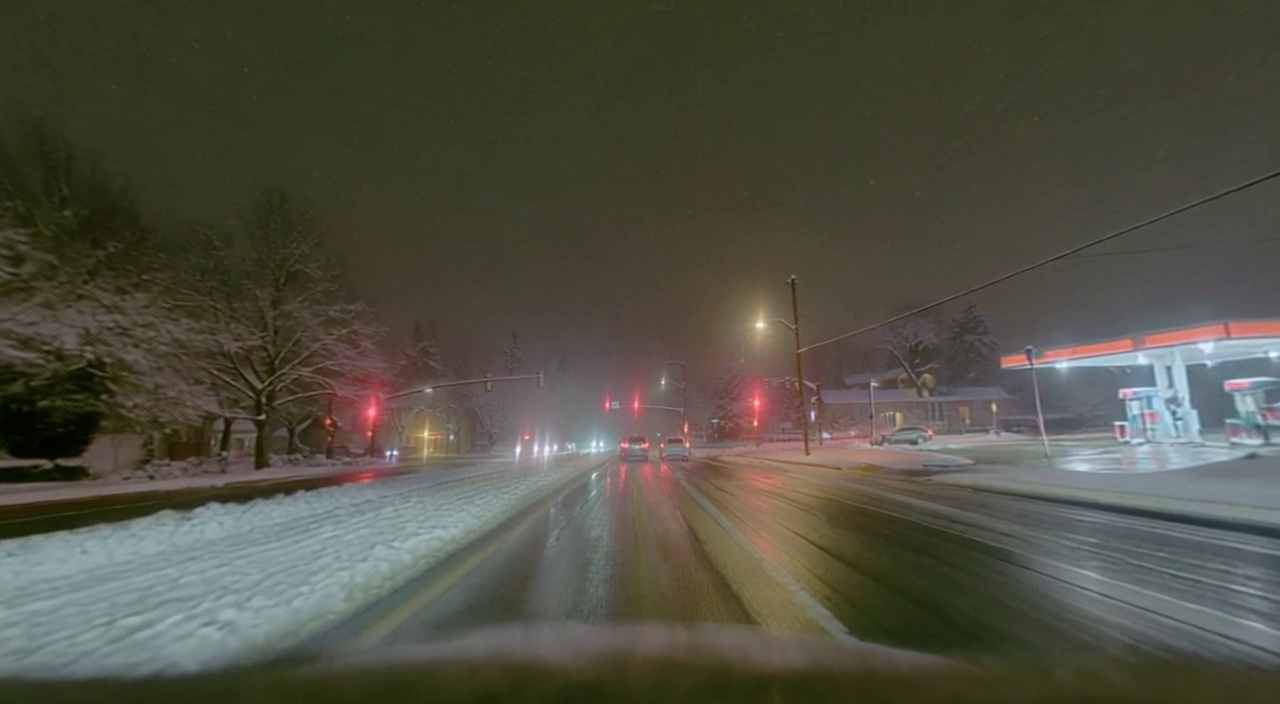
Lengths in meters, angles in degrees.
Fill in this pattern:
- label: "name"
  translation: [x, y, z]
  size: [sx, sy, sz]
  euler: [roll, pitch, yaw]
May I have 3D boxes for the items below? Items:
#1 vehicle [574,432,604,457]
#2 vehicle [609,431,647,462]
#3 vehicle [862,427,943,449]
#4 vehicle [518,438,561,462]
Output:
- label: "vehicle"
  translation: [-3.956, 7.282, 49.416]
  size: [2.139, 1.851, 3.970]
  euler: [0, -9, -3]
- label: "vehicle"
  translation: [-0.697, 5.711, 38.156]
  size: [2.146, 1.742, 4.095]
  euler: [0, -8, 0]
- label: "vehicle"
  translation: [18.043, 5.911, 43.360]
  size: [4.660, 1.462, 2.034]
  euler: [0, -9, 0]
- label: "vehicle"
  translation: [-6.334, 6.199, 40.014]
  size: [2.033, 1.442, 4.668]
  euler: [0, -8, -1]
